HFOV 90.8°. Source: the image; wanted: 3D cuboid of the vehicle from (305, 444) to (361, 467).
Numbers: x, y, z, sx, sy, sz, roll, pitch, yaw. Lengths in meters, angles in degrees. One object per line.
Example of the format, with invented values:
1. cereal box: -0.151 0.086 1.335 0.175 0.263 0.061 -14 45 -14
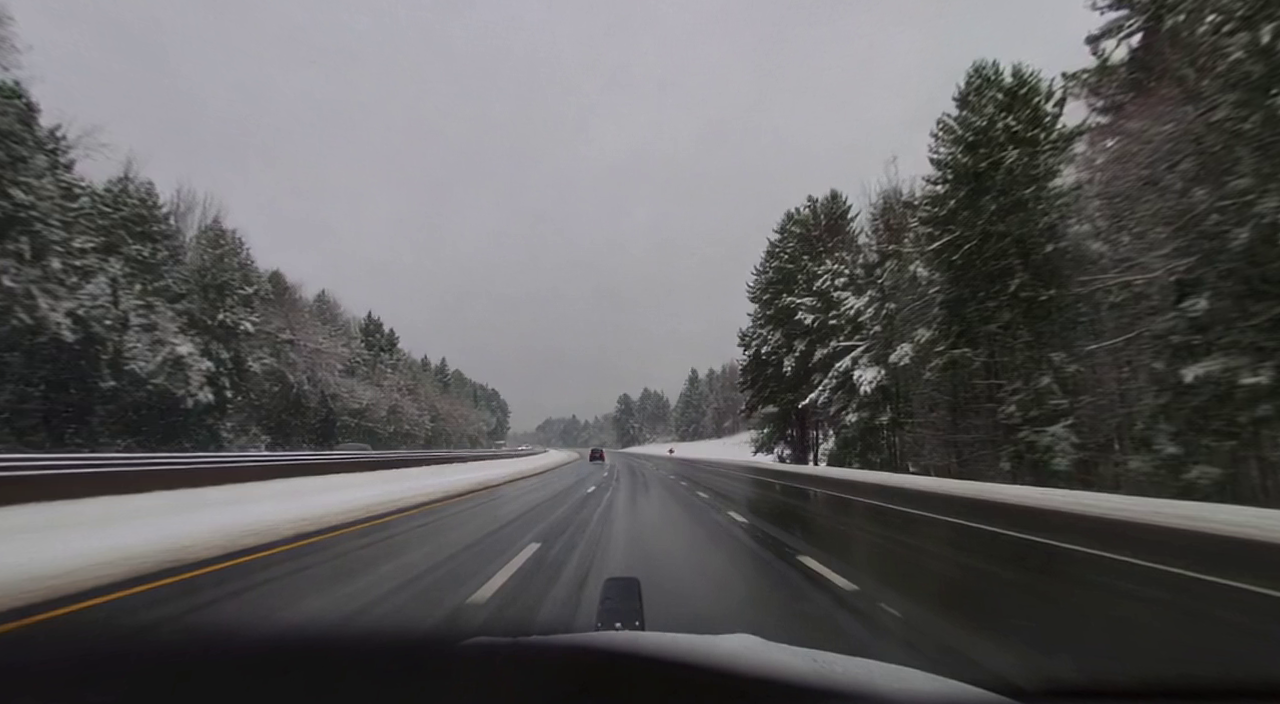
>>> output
1. vehicle: -20.783 7.022 42.878 1.832 1.505 4.092 0 -9 -2
